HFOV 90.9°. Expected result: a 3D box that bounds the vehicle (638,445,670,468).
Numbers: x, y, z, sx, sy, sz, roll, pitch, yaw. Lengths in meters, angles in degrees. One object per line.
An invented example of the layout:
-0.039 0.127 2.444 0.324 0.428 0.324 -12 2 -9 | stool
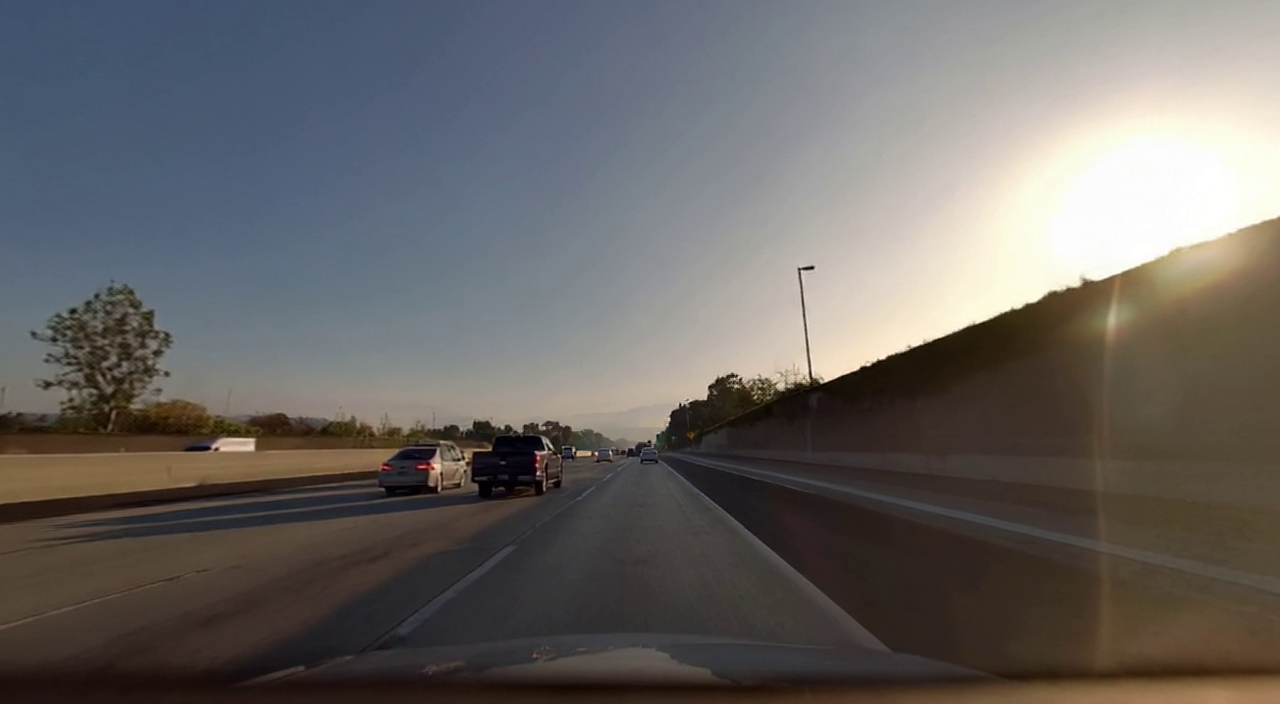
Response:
0.954 7.165 43.596 2.073 1.480 4.343 -1 -8 1 | vehicle

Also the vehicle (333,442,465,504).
-6.456 3.254 17.512 1.887 1.475 4.316 -1 -8 1 | vehicle

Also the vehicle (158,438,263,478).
-25.584 6.312 37.900 2.529 2.189 5.220 -1 -8 1 | vehicle

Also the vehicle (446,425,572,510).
-3.088 2.846 16.042 2.124 1.787 4.830 -1 -8 1 | vehicle
